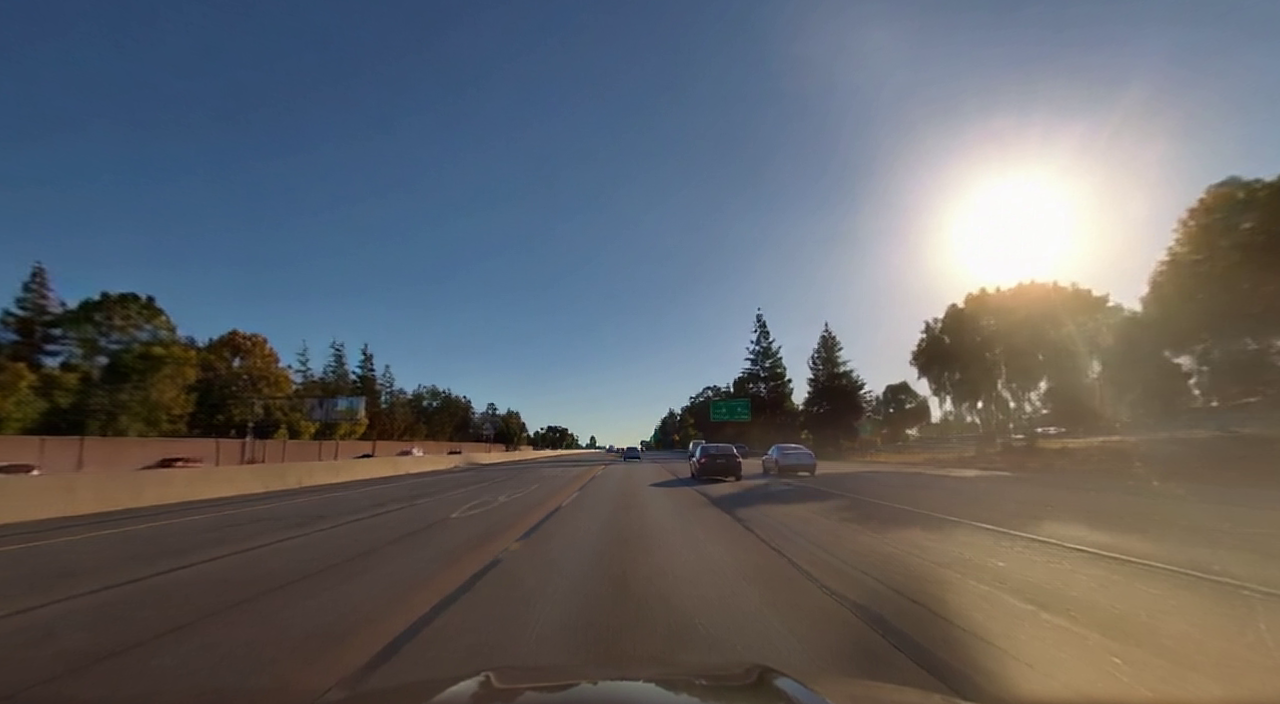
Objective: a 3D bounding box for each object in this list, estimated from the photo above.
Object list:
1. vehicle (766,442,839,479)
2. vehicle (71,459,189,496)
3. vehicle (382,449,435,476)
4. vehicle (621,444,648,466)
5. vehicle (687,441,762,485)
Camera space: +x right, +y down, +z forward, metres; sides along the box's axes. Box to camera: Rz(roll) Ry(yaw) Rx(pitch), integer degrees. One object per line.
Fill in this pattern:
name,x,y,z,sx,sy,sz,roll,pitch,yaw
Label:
vehicle,7.076,4.782,28.069,1.946,1.497,4.467,0,-9,-2
vehicle,-23.263,5.702,29.059,1.792,1.469,4.427,0,-9,-1
vehicle,-16.142,7.687,44.313,1.941,1.673,5.093,1,-8,-2
vehicle,-0.474,7.944,48.942,2.029,1.595,4.207,0,-9,-2
vehicle,3.082,4.157,24.032,2.076,1.472,4.562,0,-9,-2
